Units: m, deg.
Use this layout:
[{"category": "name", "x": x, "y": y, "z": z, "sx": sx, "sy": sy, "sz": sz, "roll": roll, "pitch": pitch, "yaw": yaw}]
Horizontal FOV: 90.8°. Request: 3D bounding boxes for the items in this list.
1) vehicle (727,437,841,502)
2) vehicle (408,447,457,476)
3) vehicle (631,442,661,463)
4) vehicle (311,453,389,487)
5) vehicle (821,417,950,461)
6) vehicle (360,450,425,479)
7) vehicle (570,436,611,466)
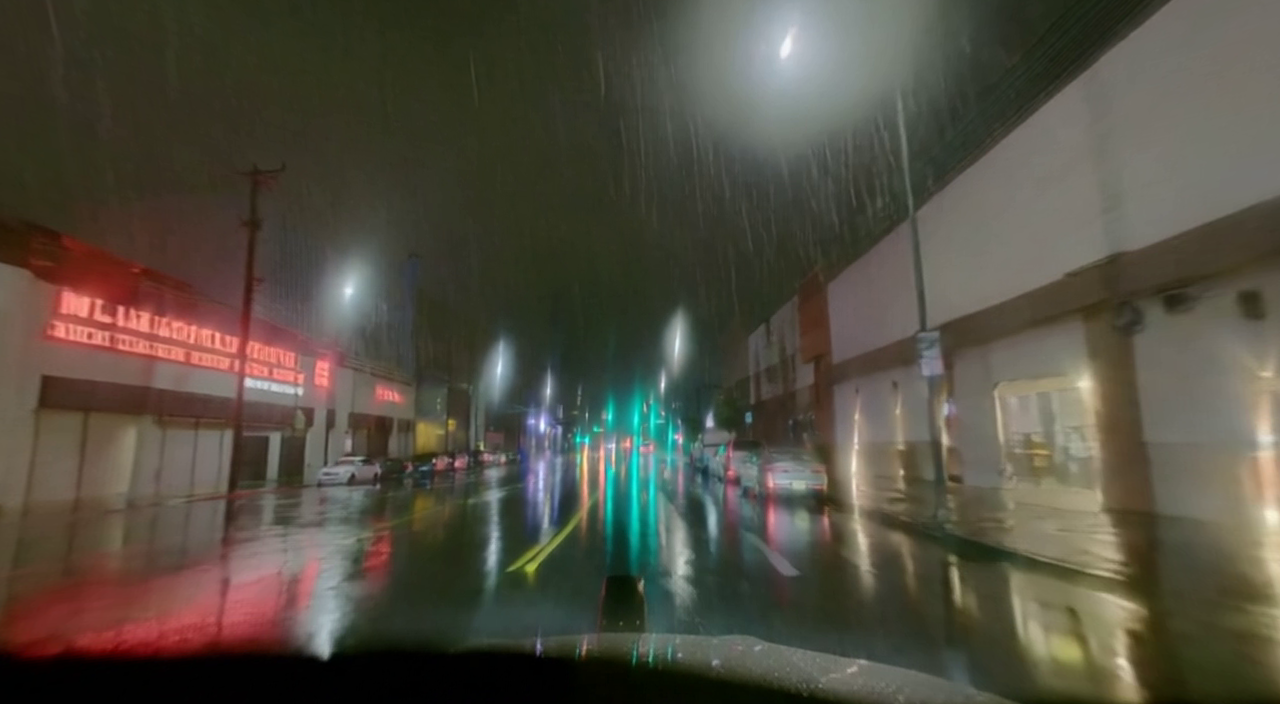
[{"category": "vehicle", "x": 3.840, "y": 3.224, "z": 17.873, "sx": 2.042, "sy": 1.487, "sz": 5.033, "roll": 2, "pitch": -8, "yaw": 0}, {"category": "vehicle", "x": -15.141, "y": 7.992, "z": 46.434, "sx": 2.020, "sy": 1.695, "sz": 4.629, "roll": -8, "pitch": -7, "yaw": -2}, {"category": "vehicle", "x": 0.446, "y": 7.411, "z": 46.805, "sx": 2.099, "sy": 1.470, "sz": 4.270, "roll": 0, "pitch": -8, "yaw": 0}, {"category": "vehicle", "x": -15.309, "y": 6.222, "z": 33.634, "sx": 1.883, "sy": 1.493, "sz": 4.880, "roll": -2, "pitch": -8, "yaw": 0}, {"category": "vehicle", "x": 12.687, "y": 4.514, "z": 32.947, "sx": 5.603, "sy": 1.659, "sz": 2.393, "roll": -5, "pitch": -7, "yaw": -3}, {"category": "vehicle", "x": -15.331, "y": 6.981, "z": 39.413, "sx": 2.076, "sy": 1.518, "sz": 4.981, "roll": -2, "pitch": -8, "yaw": 0}, {"category": "vehicle", "x": -3.269, "y": 6.659, "z": 42.710, "sx": 2.348, "sy": 1.831, "sz": 4.737, "roll": 0, "pitch": -8, "yaw": 0}]
